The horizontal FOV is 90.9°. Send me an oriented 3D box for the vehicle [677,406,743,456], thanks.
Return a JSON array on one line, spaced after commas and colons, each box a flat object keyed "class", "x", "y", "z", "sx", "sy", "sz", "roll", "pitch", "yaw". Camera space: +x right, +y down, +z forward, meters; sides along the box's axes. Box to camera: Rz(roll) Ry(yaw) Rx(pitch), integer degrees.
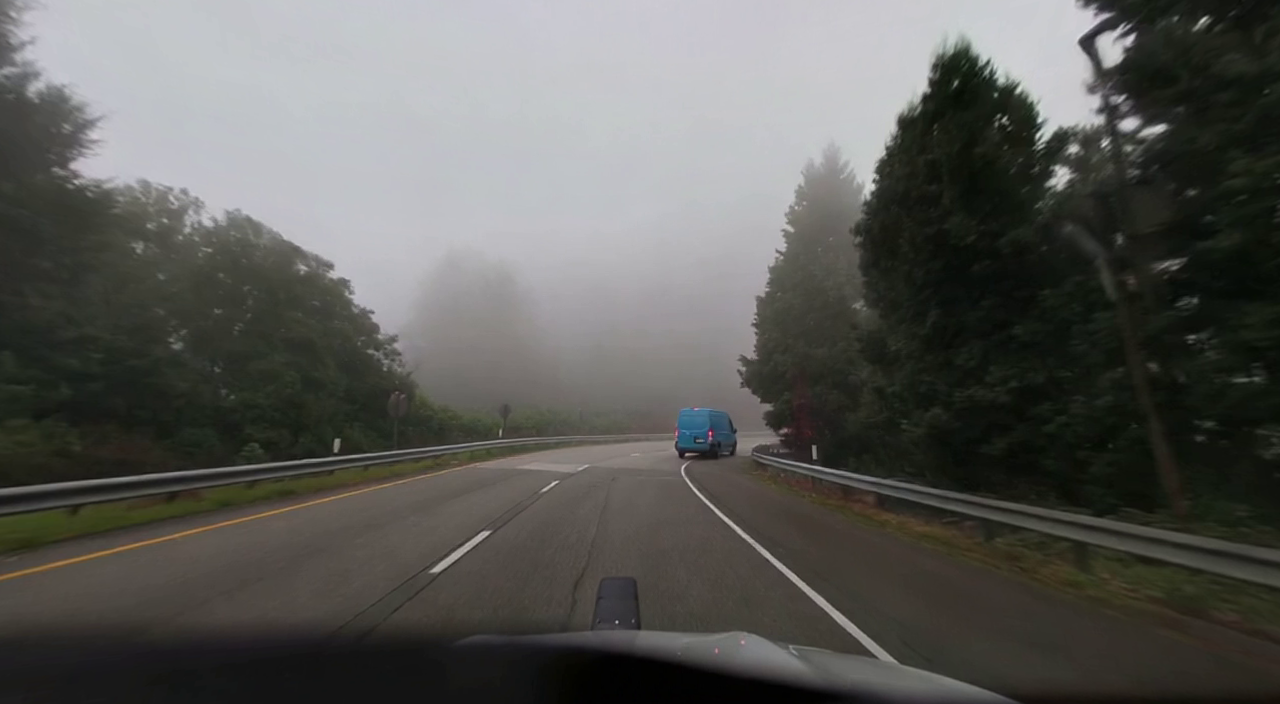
[{"class": "vehicle", "x": 4.082, "y": 4.501, "z": 35.882, "sx": 2.352, "sy": 2.577, "sz": 5.330, "roll": -3, "pitch": -8, "yaw": 22}]
